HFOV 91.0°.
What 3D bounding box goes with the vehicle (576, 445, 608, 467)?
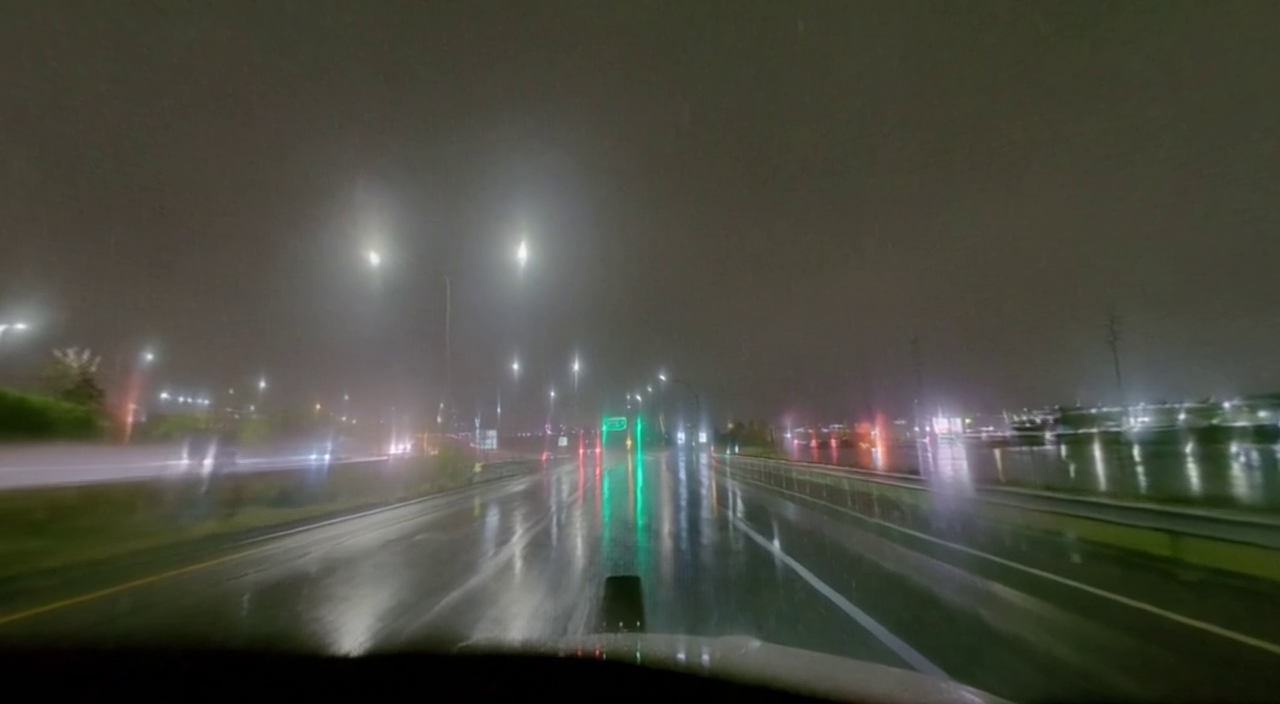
[{"bbox_3d":[-3.699,8.127,49.473,2.234,1.588,4.484,0,-8,-1],"label":"vehicle"}]
